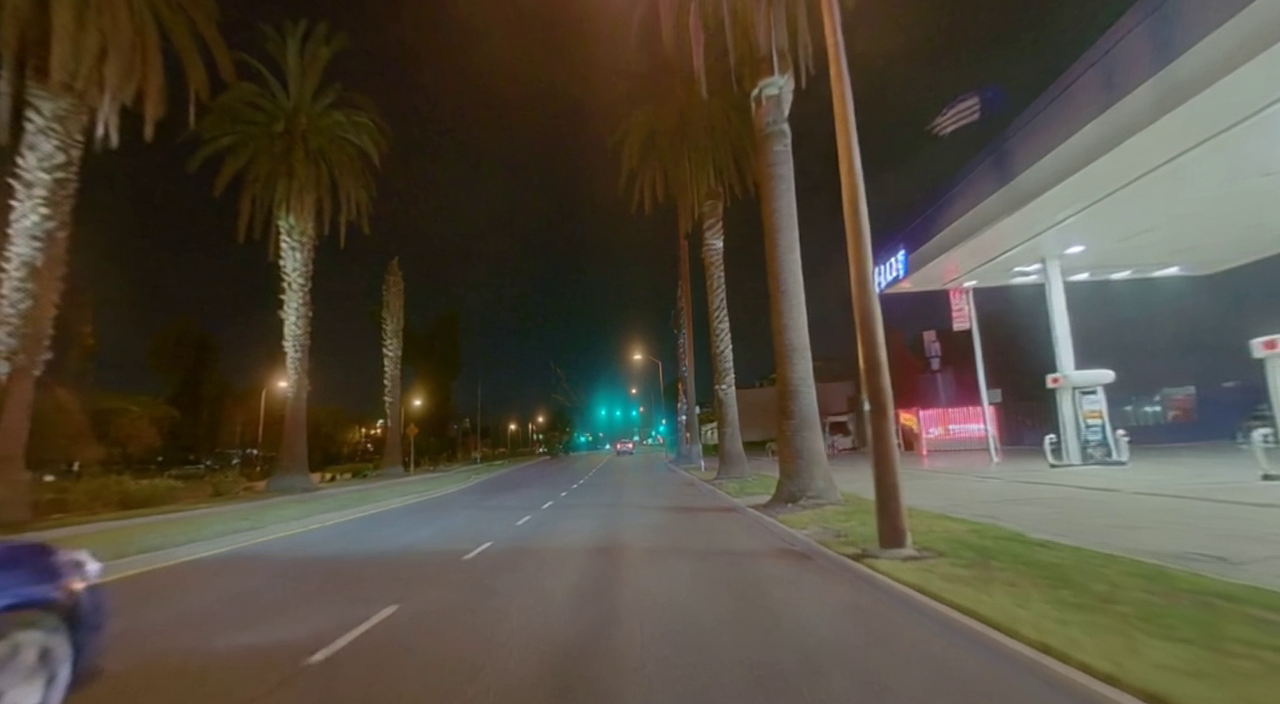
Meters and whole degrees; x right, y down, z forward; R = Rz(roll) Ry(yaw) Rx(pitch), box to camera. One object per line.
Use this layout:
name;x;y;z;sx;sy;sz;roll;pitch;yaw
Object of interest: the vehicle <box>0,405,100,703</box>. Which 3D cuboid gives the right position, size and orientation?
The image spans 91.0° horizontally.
vehicle;-3.495;0.677;0.477;2.160;1.497;4.573;0;-8;-1
